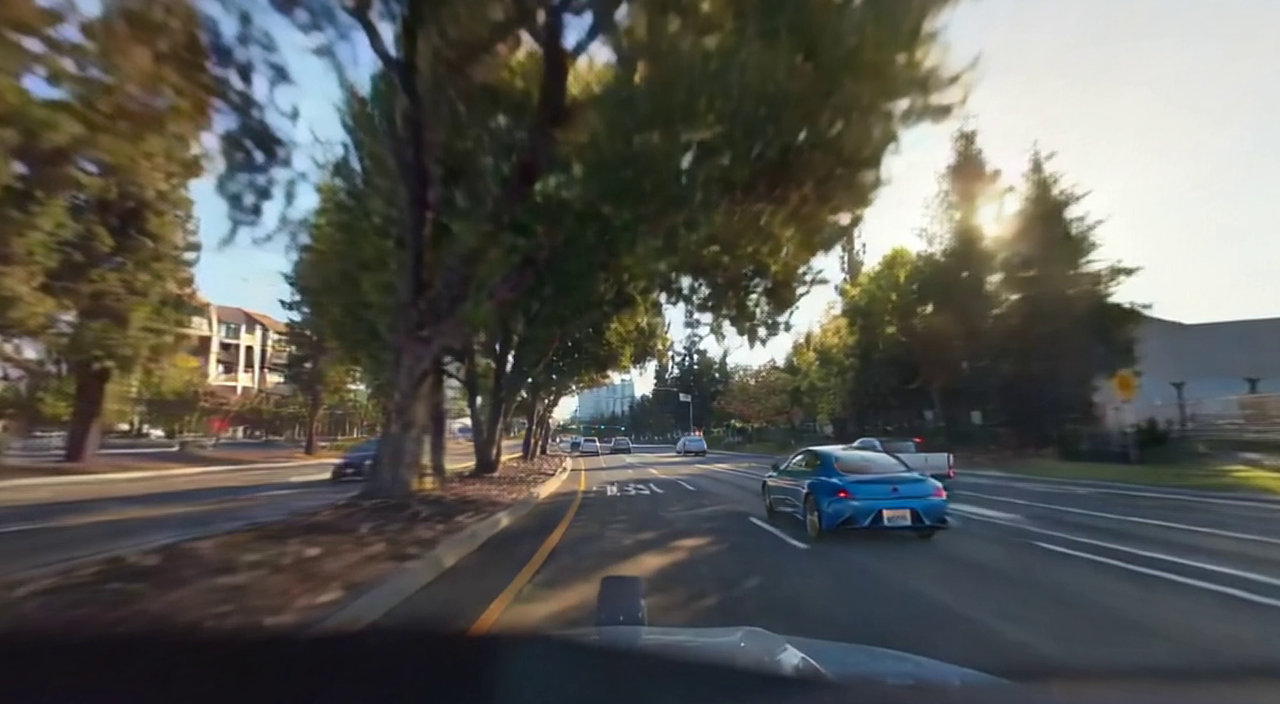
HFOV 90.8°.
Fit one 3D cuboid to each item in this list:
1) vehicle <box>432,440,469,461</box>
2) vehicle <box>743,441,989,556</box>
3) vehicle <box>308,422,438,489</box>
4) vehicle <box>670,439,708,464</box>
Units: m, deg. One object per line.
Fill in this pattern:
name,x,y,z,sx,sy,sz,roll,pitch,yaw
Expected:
vehicle,-14.360,7.477,48.095,1.921,1.472,4.550,1,-9,-6
vehicle,3.081,2.082,9.810,1.990,1.347,4.388,0,-9,-3
vehicle,-7.592,3.010,18.535,2.065,1.712,4.349,0,-9,-3
vehicle,3.446,7.087,45.169,1.931,1.685,4.054,1,-9,-8
